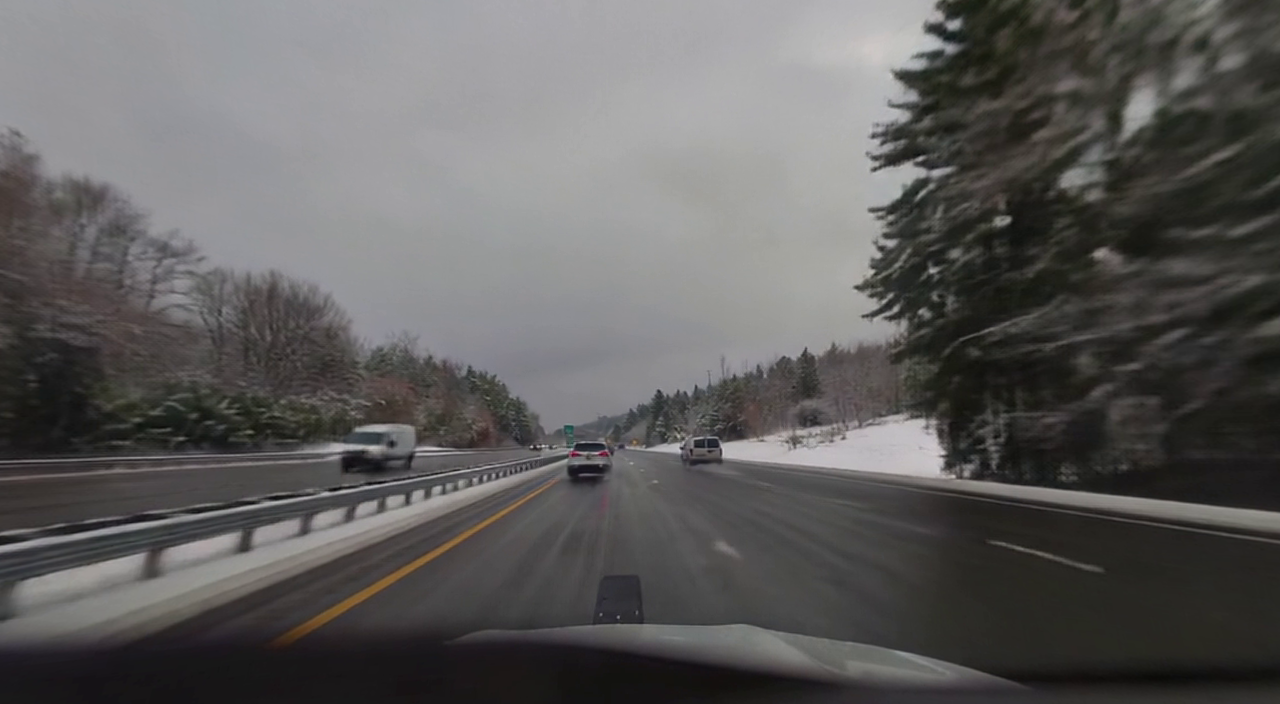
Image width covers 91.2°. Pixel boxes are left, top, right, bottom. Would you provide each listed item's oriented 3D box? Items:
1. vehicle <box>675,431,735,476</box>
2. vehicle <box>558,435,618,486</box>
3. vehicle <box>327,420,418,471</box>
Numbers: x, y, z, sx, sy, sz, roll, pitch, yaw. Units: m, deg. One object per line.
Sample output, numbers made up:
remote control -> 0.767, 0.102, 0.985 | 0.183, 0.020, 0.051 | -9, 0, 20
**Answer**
vehicle -> 3.002, 4.852, 30.057 | 2.179, 1.930, 4.538 | 0, -9, -3
vehicle -> -1.833, 3.997, 23.354 | 1.963, 1.711, 4.284 | 0, -9, -1
vehicle -> -14.756, 5.252, 35.122 | 2.445, 2.526, 6.227 | 0, -9, -2
